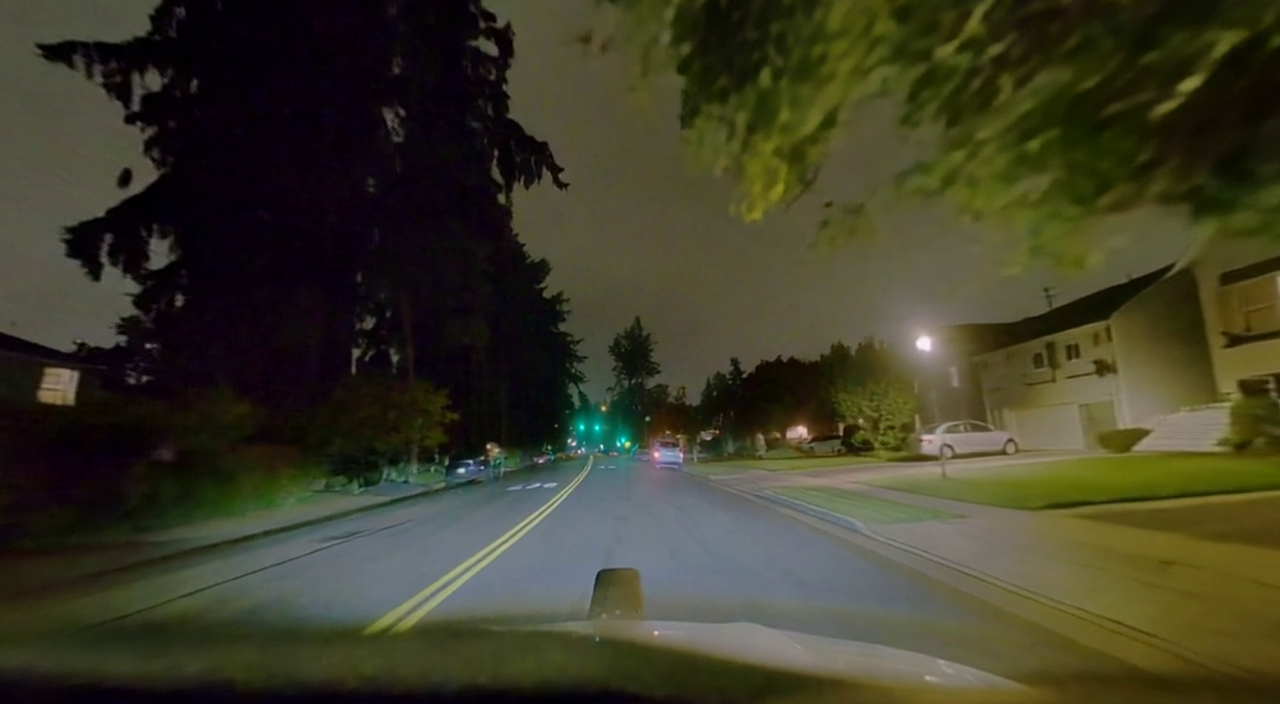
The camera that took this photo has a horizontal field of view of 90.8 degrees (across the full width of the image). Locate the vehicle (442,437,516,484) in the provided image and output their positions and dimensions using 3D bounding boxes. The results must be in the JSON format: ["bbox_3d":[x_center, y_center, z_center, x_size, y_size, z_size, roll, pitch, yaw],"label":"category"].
[{"bbox_3d":[-6.990,4.827,28.151,2.102,1.801,5.574,-1,-10,-3],"label":"vehicle"}]

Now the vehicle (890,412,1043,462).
[{"bbox_3d":[12.991,3.438,25.399,4.938,1.830,2.024,-1,-9,0],"label":"vehicle"}]

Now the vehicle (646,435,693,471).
[{"bbox_3d":[1.466,5.322,33.493,2.007,1.702,4.430,-1,-8,-3],"label":"vehicle"}]

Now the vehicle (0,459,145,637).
[{"bbox_3d":[-6.144,1.387,3.761,2.004,1.400,5.505,-2,-10,0],"label":"vehicle"}]

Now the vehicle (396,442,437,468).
[{"bbox_3d":[-17.414,8.034,49.418,1.933,1.837,4.670,-1,-8,-5],"label":"vehicle"}]

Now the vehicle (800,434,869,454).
[{"bbox_3d":[14.636,6.915,47.659,4.560,1.350,1.882,-2,-8,0],"label":"vehicle"}]
